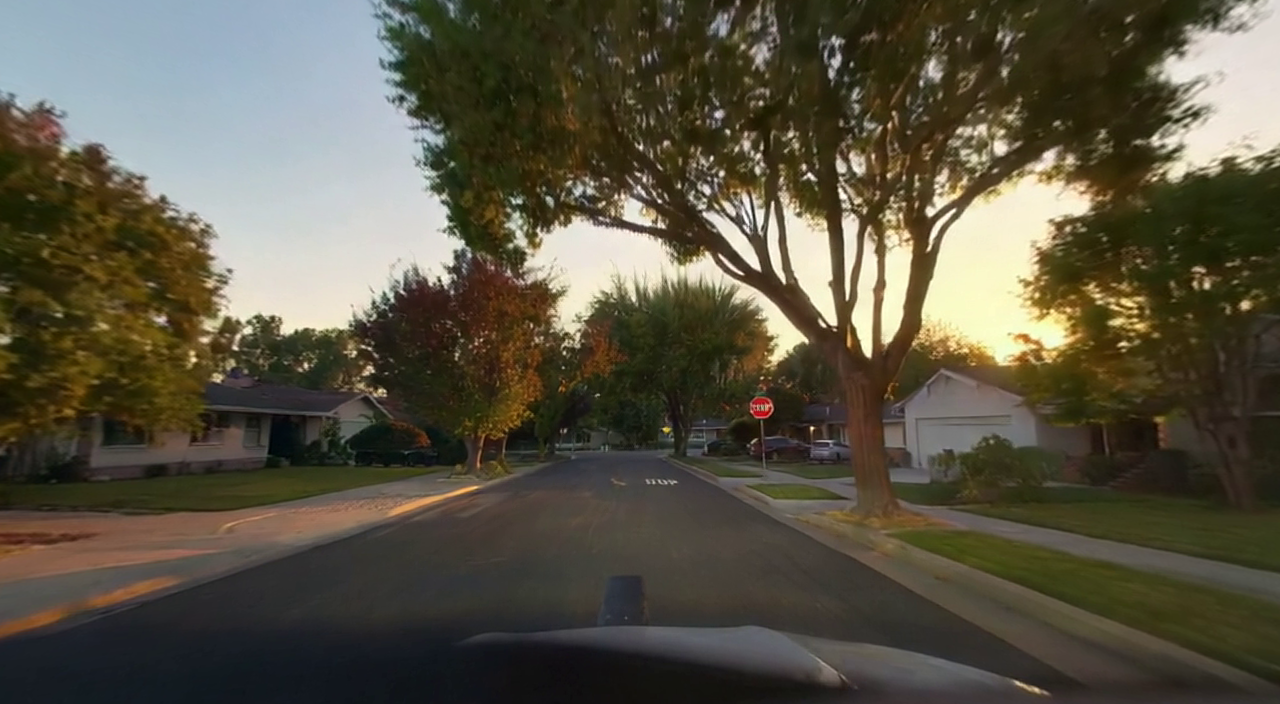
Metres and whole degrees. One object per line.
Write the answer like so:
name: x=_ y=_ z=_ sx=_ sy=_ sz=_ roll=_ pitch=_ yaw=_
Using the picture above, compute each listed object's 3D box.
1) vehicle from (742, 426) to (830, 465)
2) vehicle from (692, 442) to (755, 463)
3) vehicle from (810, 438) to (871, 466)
vehicle: x=9.798 y=6.268 z=42.560 sx=5.239 sy=1.933 sz=2.131 roll=-5 pitch=-3 yaw=-3
vehicle: x=5.928 y=7.216 z=45.223 sx=4.229 sy=1.402 sz=1.811 roll=0 pitch=-8 yaw=0
vehicle: x=11.656 y=5.745 z=36.396 sx=2.004 sy=1.511 sz=4.494 roll=-6 pitch=-10 yaw=35
